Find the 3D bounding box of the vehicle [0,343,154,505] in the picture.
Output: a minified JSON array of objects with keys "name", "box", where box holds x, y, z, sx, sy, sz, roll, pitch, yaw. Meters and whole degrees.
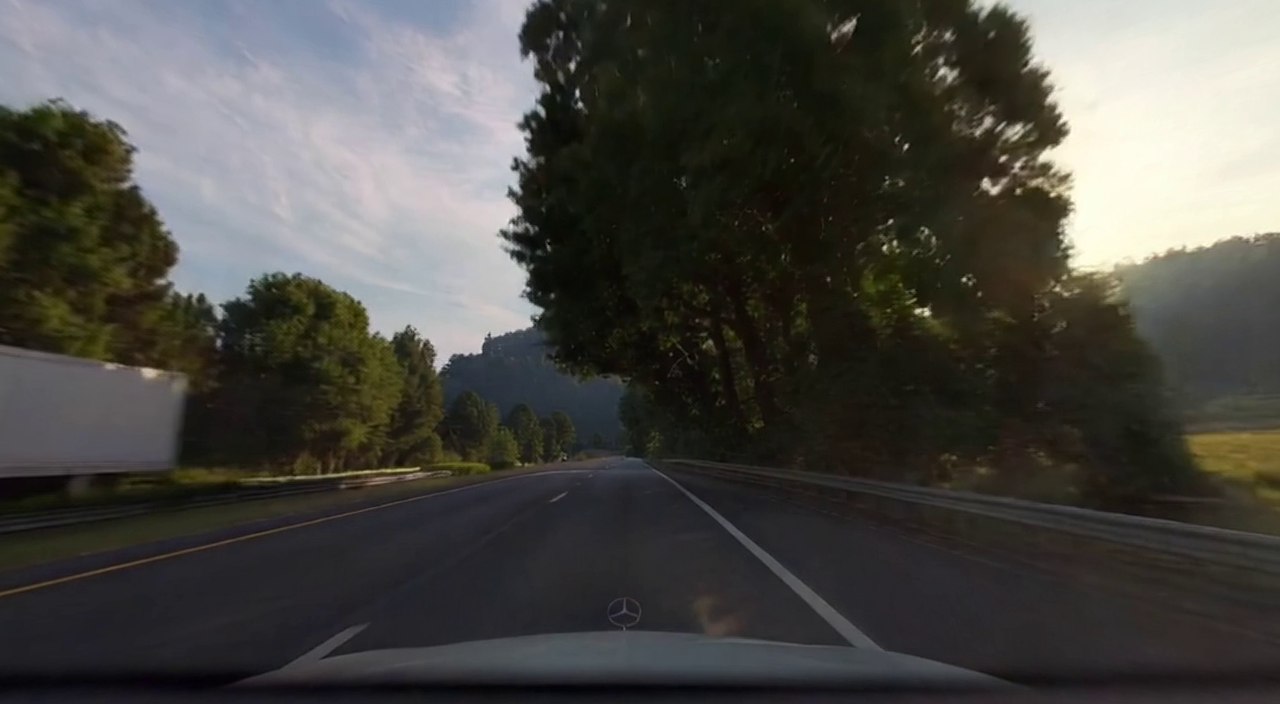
[{"name":"vehicle","box":[-17.241,1.390,13.000,2.986,3.958,14.432,0,-9,0]}]
